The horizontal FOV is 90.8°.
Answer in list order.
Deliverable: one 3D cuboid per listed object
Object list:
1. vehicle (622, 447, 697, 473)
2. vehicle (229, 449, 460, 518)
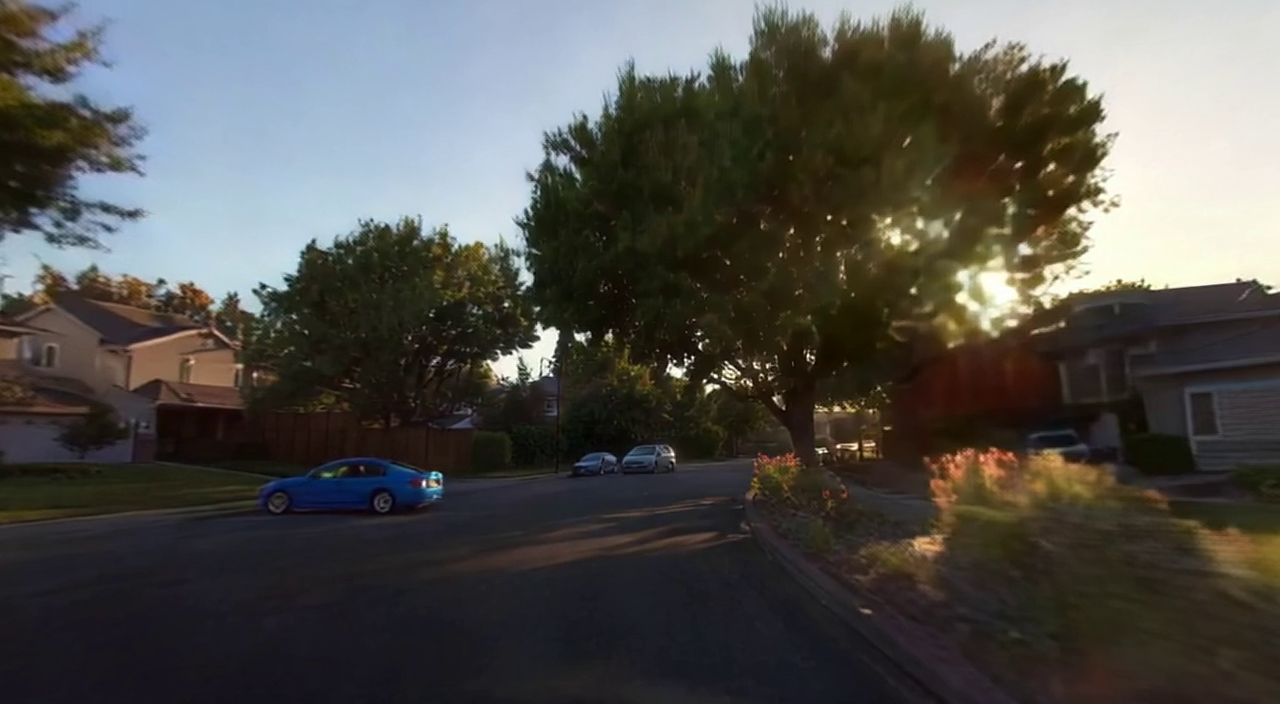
[{"bbox_3d":[1.346,7.233,42.551,4.692,1.660,1.879,-3,-9,18],"label":"vehicle"},{"bbox_3d":[-6.964,3.095,15.162,4.653,1.480,1.871,-1,-9,7],"label":"vehicle"}]
